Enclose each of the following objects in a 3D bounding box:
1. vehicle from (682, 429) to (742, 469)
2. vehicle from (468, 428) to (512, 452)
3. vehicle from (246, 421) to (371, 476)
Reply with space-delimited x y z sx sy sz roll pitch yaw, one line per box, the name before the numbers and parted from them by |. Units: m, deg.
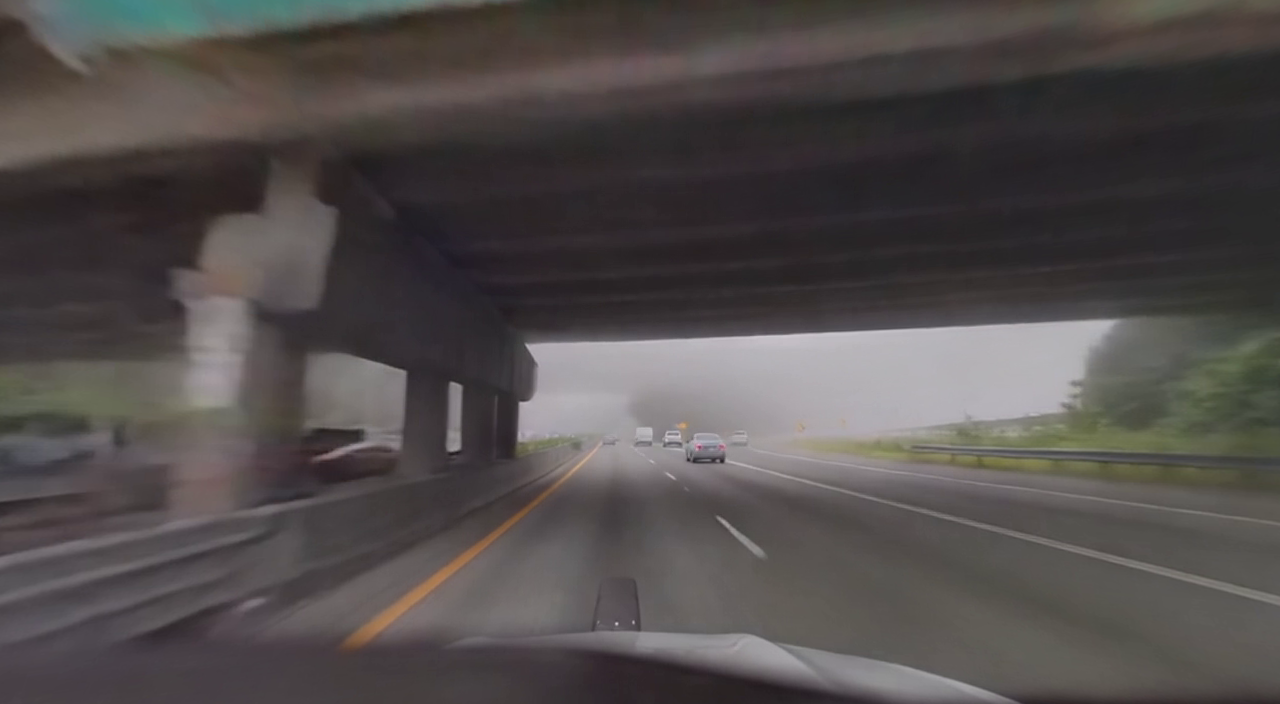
vehicle | 3.006 4.102 26.957 1.938 1.578 3.764 0 -8 -3
vehicle | -10.016 5.932 42.449 2.011 1.519 4.508 0 -8 -2
vehicle | -9.514 2.794 18.468 1.729 1.450 3.703 0 -8 -2
